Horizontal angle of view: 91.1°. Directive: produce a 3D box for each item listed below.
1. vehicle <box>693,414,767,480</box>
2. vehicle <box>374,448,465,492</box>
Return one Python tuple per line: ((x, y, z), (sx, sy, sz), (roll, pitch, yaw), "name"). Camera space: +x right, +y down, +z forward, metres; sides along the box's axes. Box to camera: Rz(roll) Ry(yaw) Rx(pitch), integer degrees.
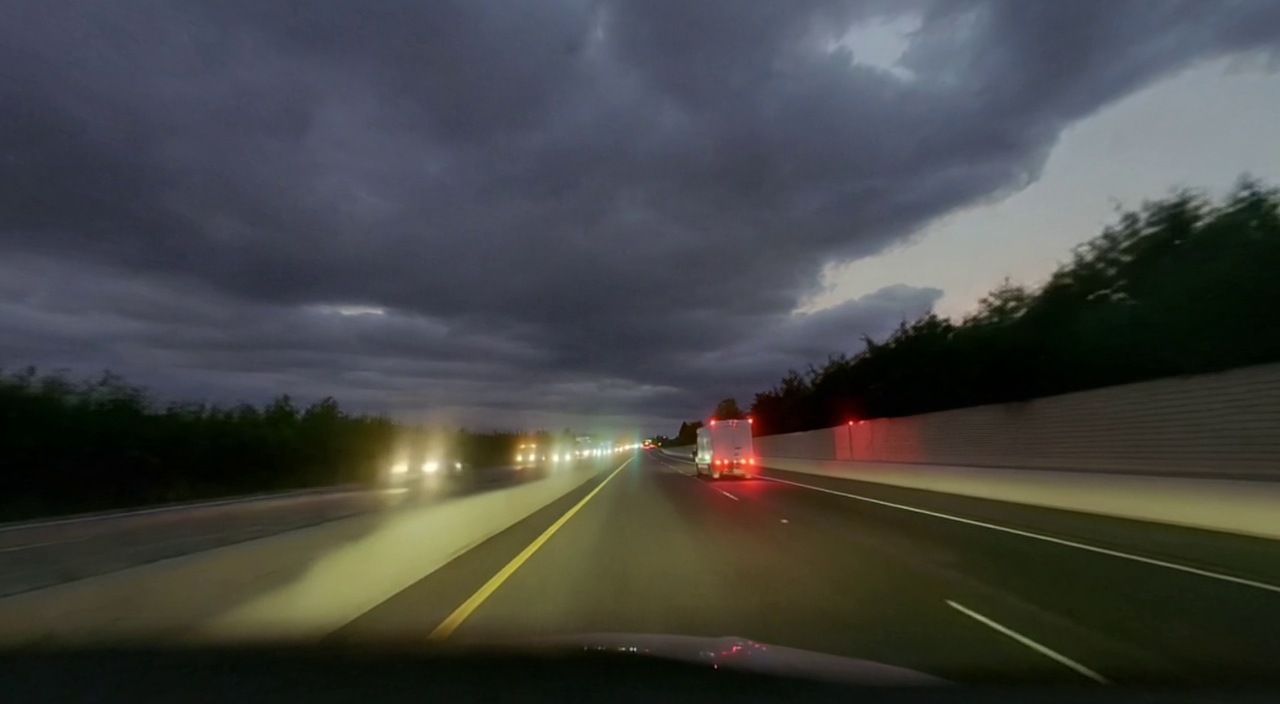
((4.132, 4.577, 30.249), (2.449, 2.805, 6.763), (0, -9, -1), "vehicle")
((-8.474, 4.534, 24.561), (2.076, 1.547, 4.098), (0, -9, 0), "vehicle")
